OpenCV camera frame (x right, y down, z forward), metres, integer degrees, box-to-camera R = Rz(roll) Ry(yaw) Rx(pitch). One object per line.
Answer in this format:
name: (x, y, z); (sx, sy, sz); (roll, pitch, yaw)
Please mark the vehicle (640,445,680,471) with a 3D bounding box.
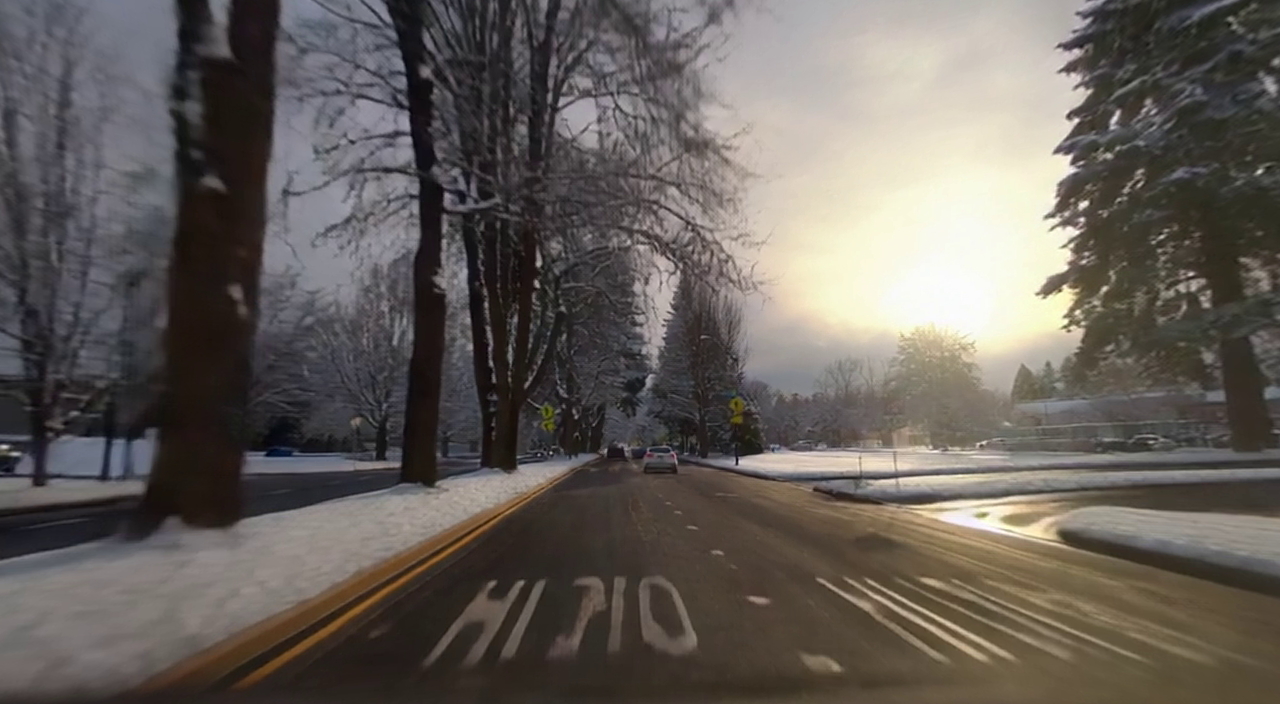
vehicle: (1.193, 6.589, 39.303); (2.142, 1.501, 4.273); (1, -9, -3)
